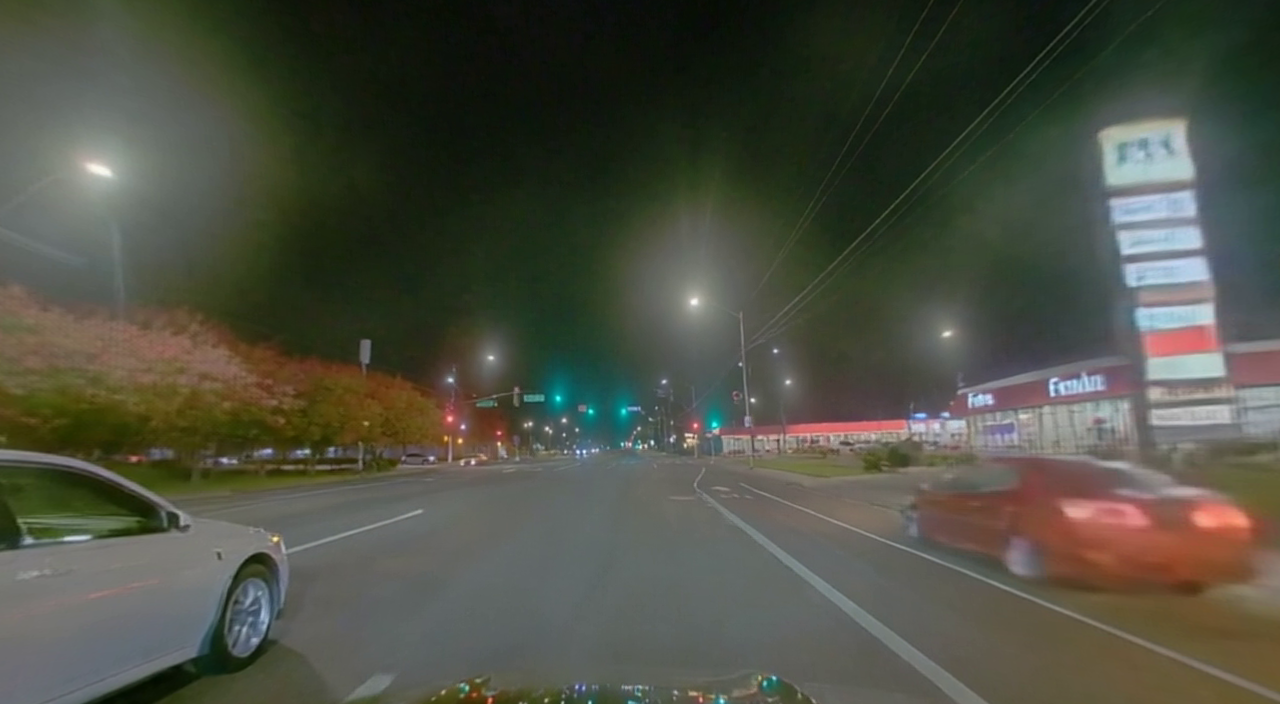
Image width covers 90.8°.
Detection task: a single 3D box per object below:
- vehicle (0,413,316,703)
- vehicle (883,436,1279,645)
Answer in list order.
[{"bbox_3d":[-3.036,0.875,1.737,1.874,1.424,4.553,0,-8,0],"label":"vehicle"},{"bbox_3d":[4.591,1.674,6.841,2.026,1.441,4.697,0,-8,0],"label":"vehicle"}]
